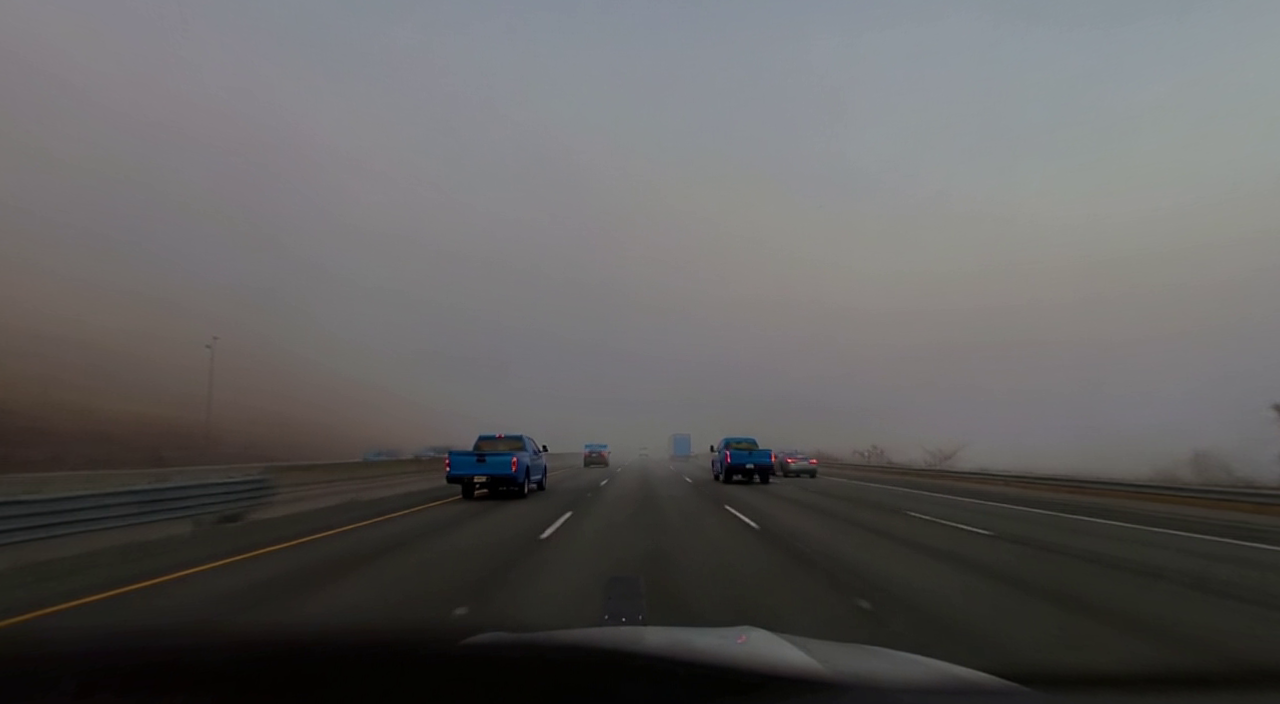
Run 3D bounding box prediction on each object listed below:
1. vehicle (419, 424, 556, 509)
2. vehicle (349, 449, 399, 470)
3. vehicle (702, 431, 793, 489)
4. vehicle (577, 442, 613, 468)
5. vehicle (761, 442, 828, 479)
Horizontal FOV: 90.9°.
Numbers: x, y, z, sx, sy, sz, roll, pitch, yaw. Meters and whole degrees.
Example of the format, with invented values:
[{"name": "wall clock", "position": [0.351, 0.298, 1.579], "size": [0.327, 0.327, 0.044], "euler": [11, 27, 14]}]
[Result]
[{"name": "vehicle", "position": [-3.697, 2.881, 16.475], "size": [2.227, 1.853, 5.161], "euler": [0, -8, 1]}, {"name": "vehicle", "position": [-21.029, 8.489, 49.998], "size": [1.873, 1.490, 4.725], "euler": [0, -8, 0]}, {"name": "vehicle", "position": [3.938, 4.089, 24.346], "size": [2.424, 1.952, 5.611], "euler": [0, -8, -1]}, {"name": "vehicle", "position": [-3.225, 7.480, 46.246], "size": [2.235, 1.785, 4.386], "euler": [0, -8, 1]}, {"name": "vehicle", "position": [7.659, 5.388, 31.759], "size": [2.104, 1.724, 4.701], "euler": [0, -8, -1]}]
